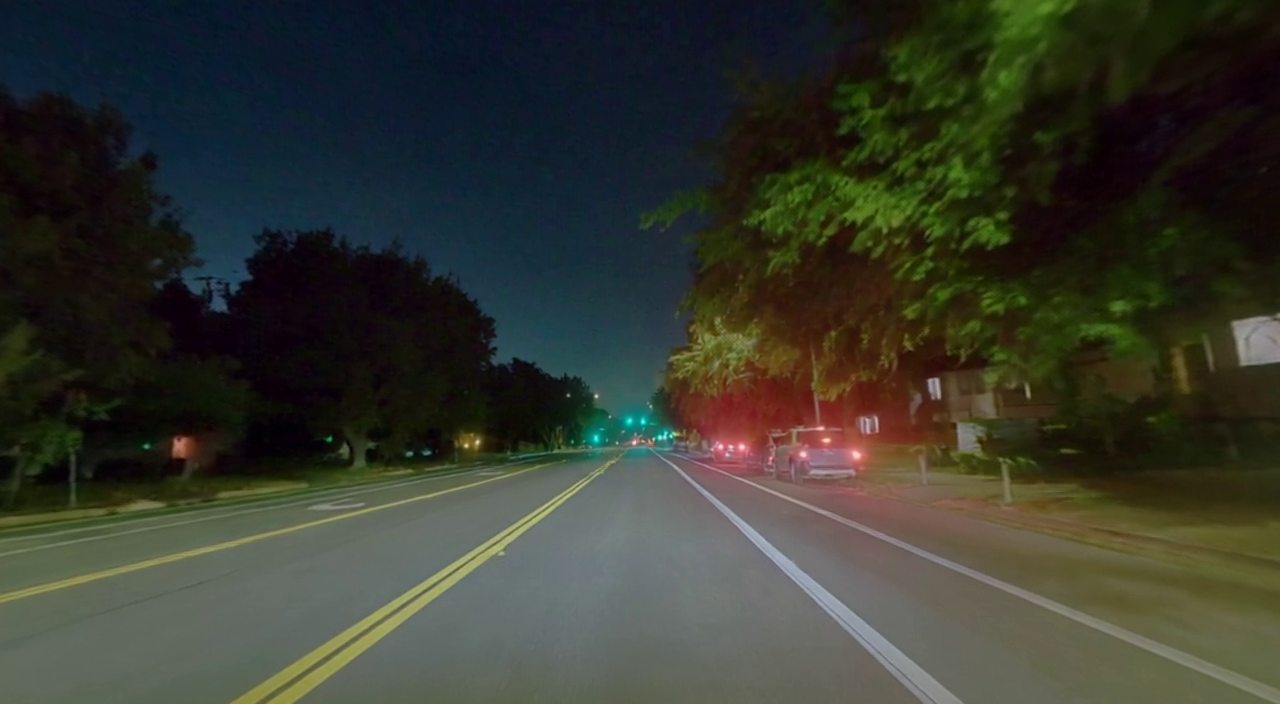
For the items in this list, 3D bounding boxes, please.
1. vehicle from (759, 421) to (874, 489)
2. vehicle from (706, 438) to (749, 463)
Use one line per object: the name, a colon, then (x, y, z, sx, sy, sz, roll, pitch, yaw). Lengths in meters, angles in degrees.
vehicle: (5.180, 3.094, 19.262, 2.160, 1.800, 4.646, 0, -8, 0)
vehicle: (5.561, 6.312, 40.504, 1.935, 1.453, 4.488, 0, -8, -3)
